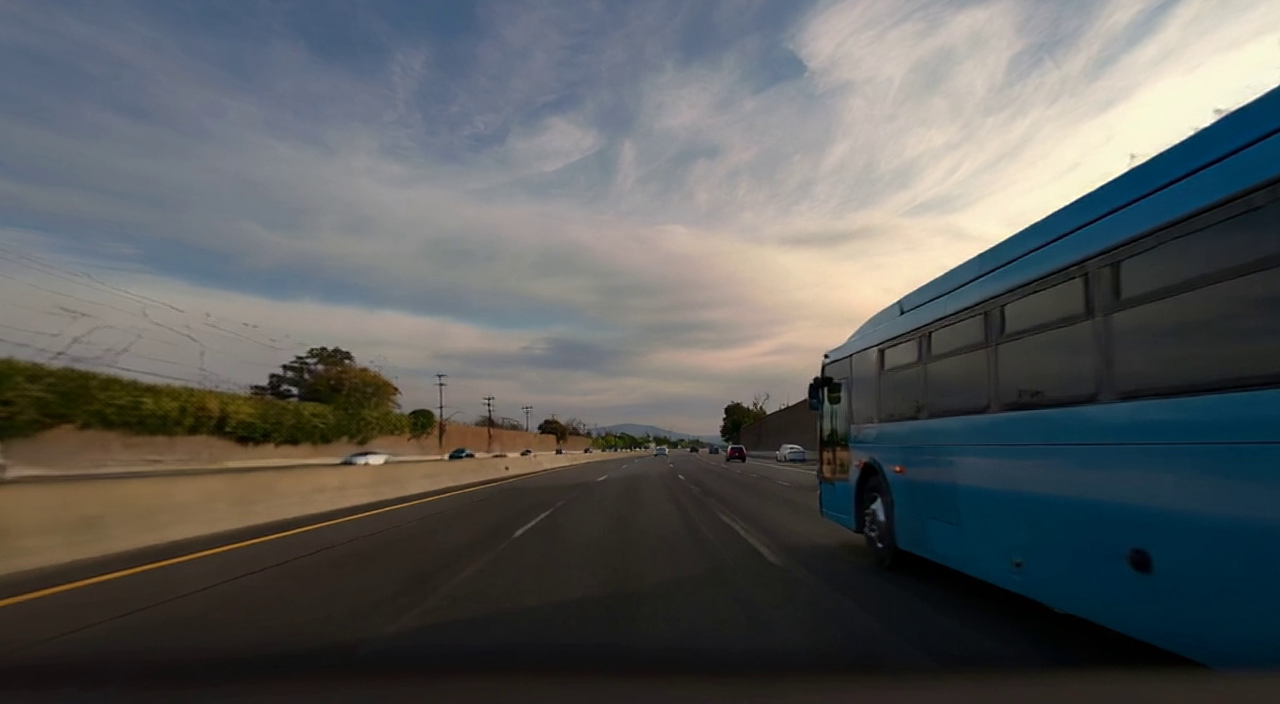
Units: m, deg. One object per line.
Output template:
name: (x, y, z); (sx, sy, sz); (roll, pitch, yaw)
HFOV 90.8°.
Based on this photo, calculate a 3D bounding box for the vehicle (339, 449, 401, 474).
vehicle: (-17.206, 6.997, 40.528); (1.841, 1.472, 4.609); (-1, -9, 2)

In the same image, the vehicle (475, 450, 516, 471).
vehicle: (-10.402, 7.822, 45.852); (1.858, 1.437, 4.376); (-1, -9, 1)

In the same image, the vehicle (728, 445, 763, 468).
vehicle: (8.161, 8.141, 49.318); (2.032, 1.654, 4.089); (0, -8, 1)

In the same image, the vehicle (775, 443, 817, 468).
vehicle: (11.781, 7.842, 48.034); (2.151, 1.734, 4.519); (0, -9, 1)

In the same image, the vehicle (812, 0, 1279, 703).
vehicle: (4.346, -0.027, 2.953); (3.144, 3.580, 14.591); (0, -9, 1)
